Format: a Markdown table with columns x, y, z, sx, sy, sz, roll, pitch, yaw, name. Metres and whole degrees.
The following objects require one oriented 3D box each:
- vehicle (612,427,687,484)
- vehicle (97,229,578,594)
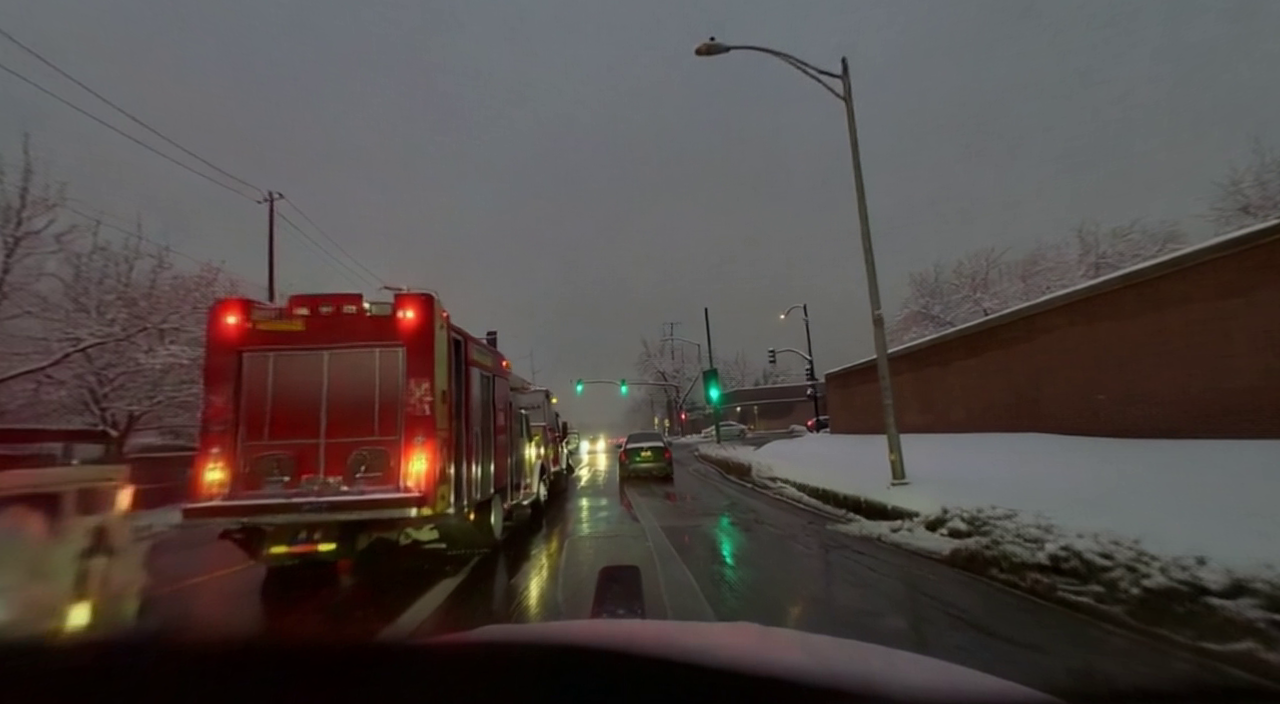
| x | y | z | sx | sy | sz | roll | pitch | yaw | name |
| --- | --- | --- | --- | --- | --- | --- | --- | --- | --- |
| 0.194 | 3.698 | 22.854 | 2.332 | 1.831 | 4.930 | 1 | -9 | -4 | vehicle |
| -3.558 | 1.466 | 12.709 | 3.631 | 3.655 | 12.773 | 0 | -8 | -1 | vehicle |
